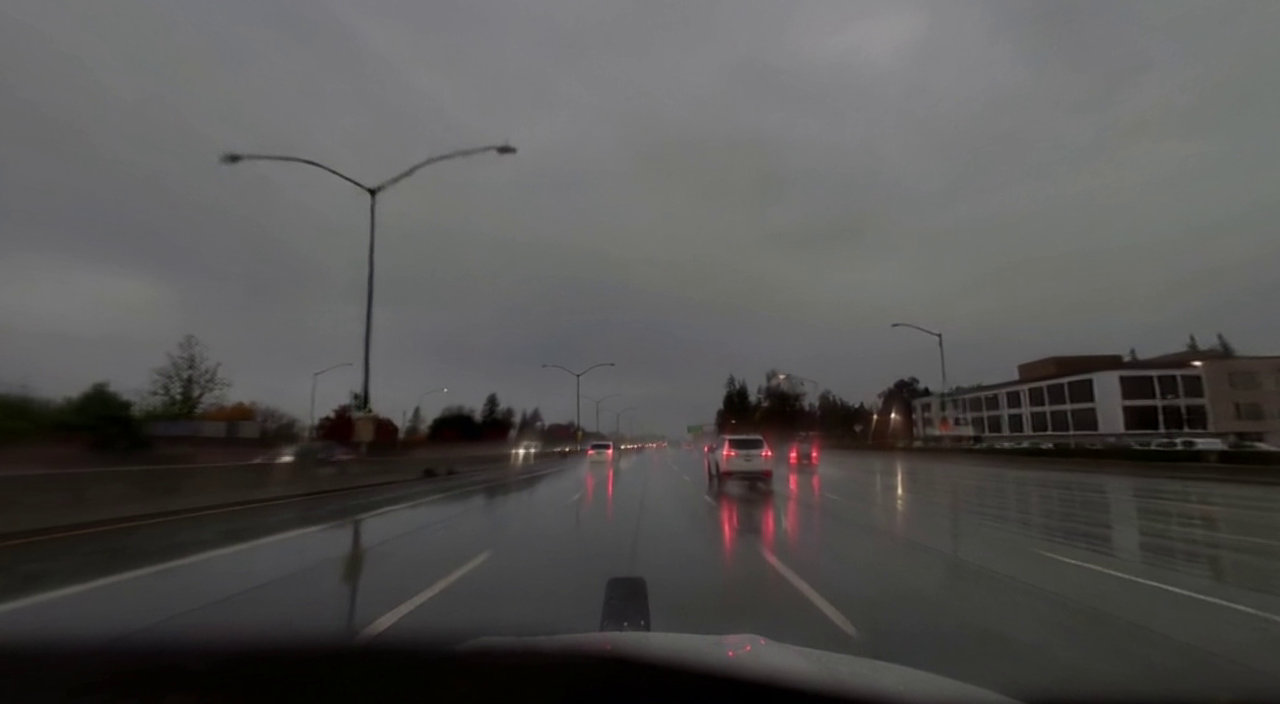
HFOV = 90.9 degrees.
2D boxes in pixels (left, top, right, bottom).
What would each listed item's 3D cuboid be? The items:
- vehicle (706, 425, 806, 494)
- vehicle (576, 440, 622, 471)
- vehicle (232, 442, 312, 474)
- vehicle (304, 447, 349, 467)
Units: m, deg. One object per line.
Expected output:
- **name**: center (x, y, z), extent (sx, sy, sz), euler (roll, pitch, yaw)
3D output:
- **vehicle**: center (3.402, 3.266, 19.559), extent (2.148, 1.852, 4.835), euler (0, -8, 0)
- **vehicle**: center (-2.178, 5.721, 35.064), extent (2.080, 1.542, 4.718), euler (-1, -8, 2)
- **vehicle**: center (-18.913, 5.439, 32.574), extent (1.769, 1.500, 3.696), euler (-1, -8, 3)
- **vehicle**: center (-24.668, 8.233, 49.727), extent (1.470, 1.318, 3.856), euler (-6, -8, 1)
